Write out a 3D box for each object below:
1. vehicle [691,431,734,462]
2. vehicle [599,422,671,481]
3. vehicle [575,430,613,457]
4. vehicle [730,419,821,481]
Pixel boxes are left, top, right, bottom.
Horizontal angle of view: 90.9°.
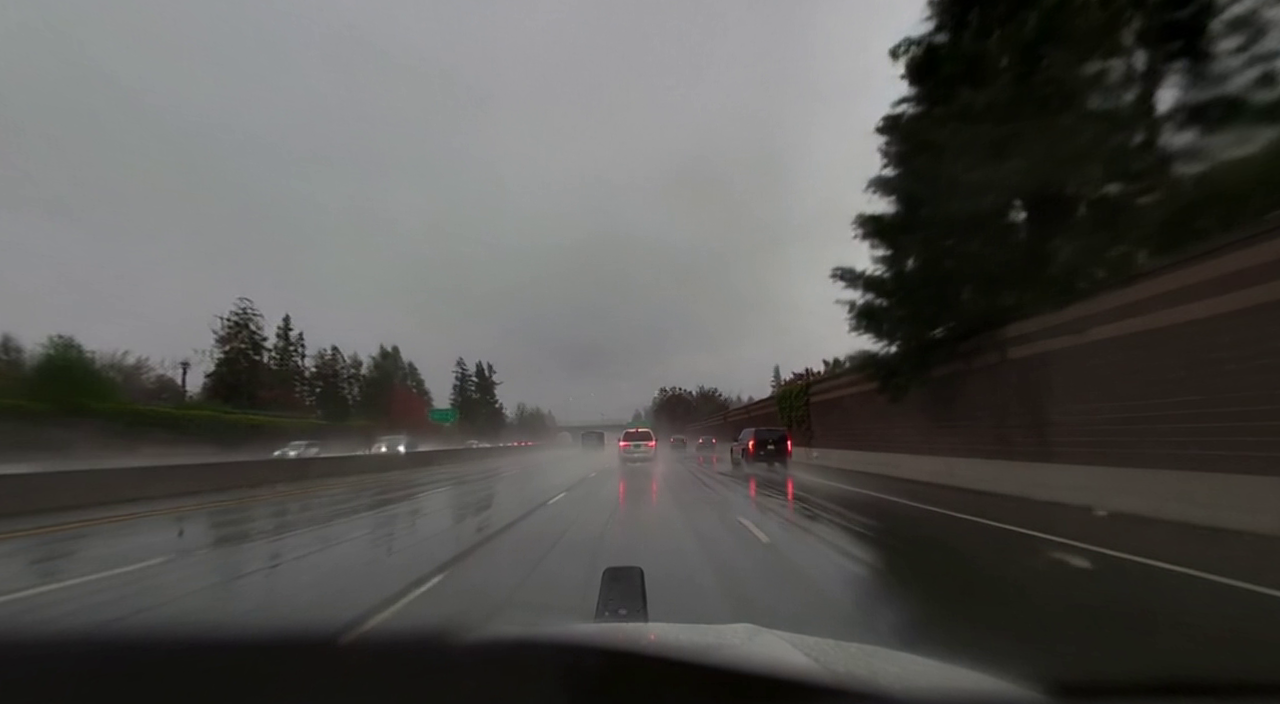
[{"bbox_3d":[4.049,5.364,35.822,2.001,1.651,3.916,0,-9,0],"label":"vehicle"},{"bbox_3d":[-0.153,3.423,21.771,2.233,1.804,4.273,0,-9,0],"label":"vehicle"},{"bbox_3d":[-3.407,6.985,47.897,2.274,1.896,5.571,0,-9,1],"label":"vehicle"},{"bbox_3d":[4.381,3.275,21.110,2.017,1.847,4.299,0,-9,-1],"label":"vehicle"}]
